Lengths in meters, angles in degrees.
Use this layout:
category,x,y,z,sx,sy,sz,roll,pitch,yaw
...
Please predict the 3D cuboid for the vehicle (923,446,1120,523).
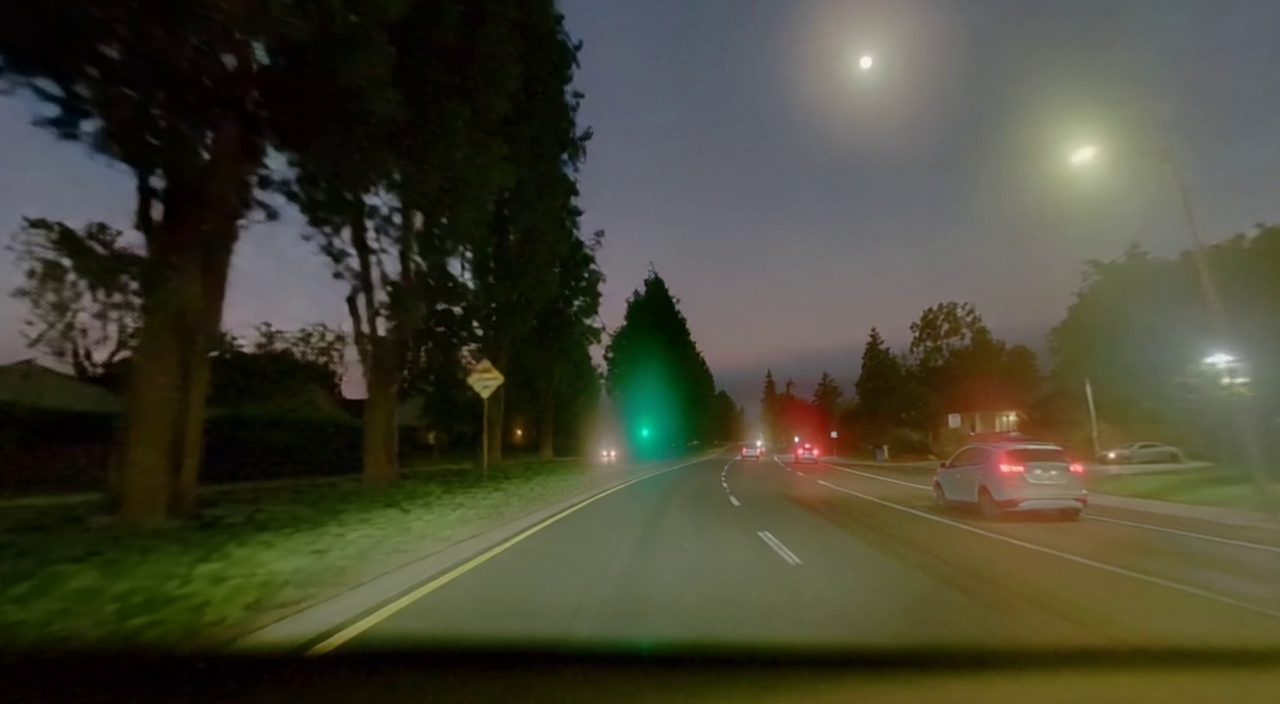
category,x,y,z,sx,sy,sz,roll,pitch,yaw
vehicle,8.311,2.871,14.321,1.855,1.444,4.389,0,-8,2
